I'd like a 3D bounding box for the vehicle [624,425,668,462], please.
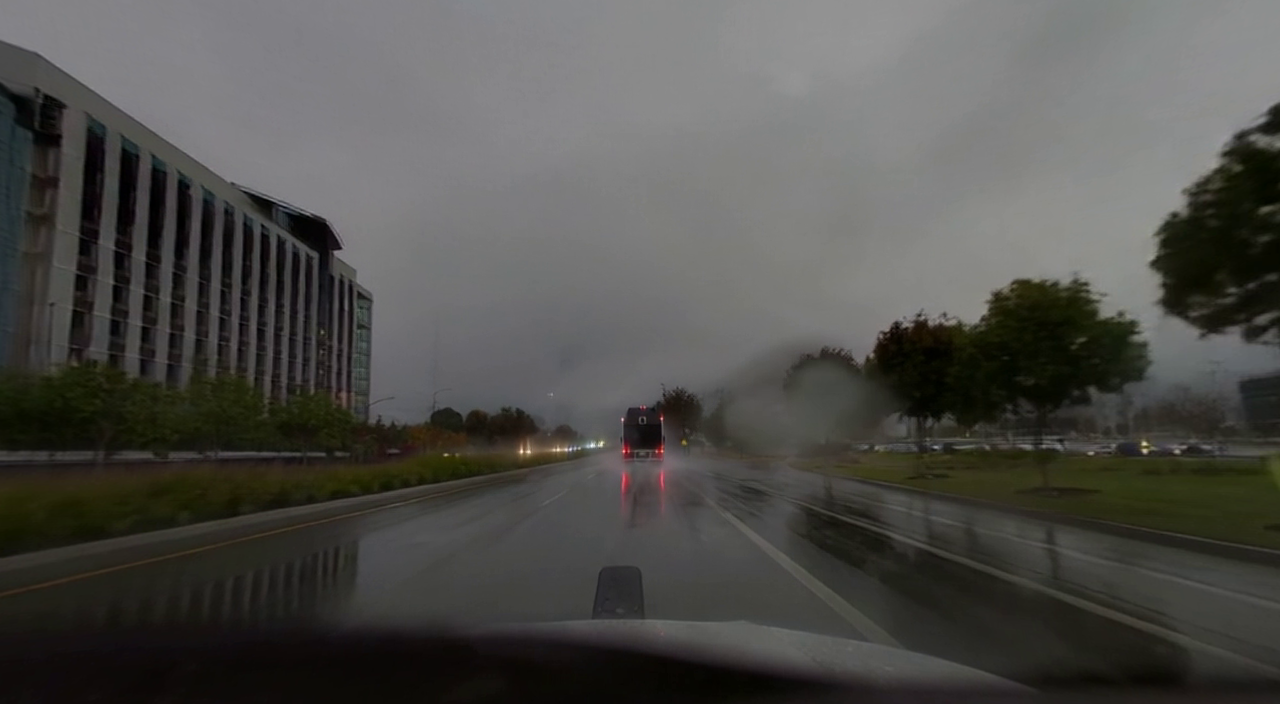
[{"bbox_3d":[0.229,4.923,33.993,2.178,1.829,4.932,0,-9,-2],"label":"vehicle"}]
